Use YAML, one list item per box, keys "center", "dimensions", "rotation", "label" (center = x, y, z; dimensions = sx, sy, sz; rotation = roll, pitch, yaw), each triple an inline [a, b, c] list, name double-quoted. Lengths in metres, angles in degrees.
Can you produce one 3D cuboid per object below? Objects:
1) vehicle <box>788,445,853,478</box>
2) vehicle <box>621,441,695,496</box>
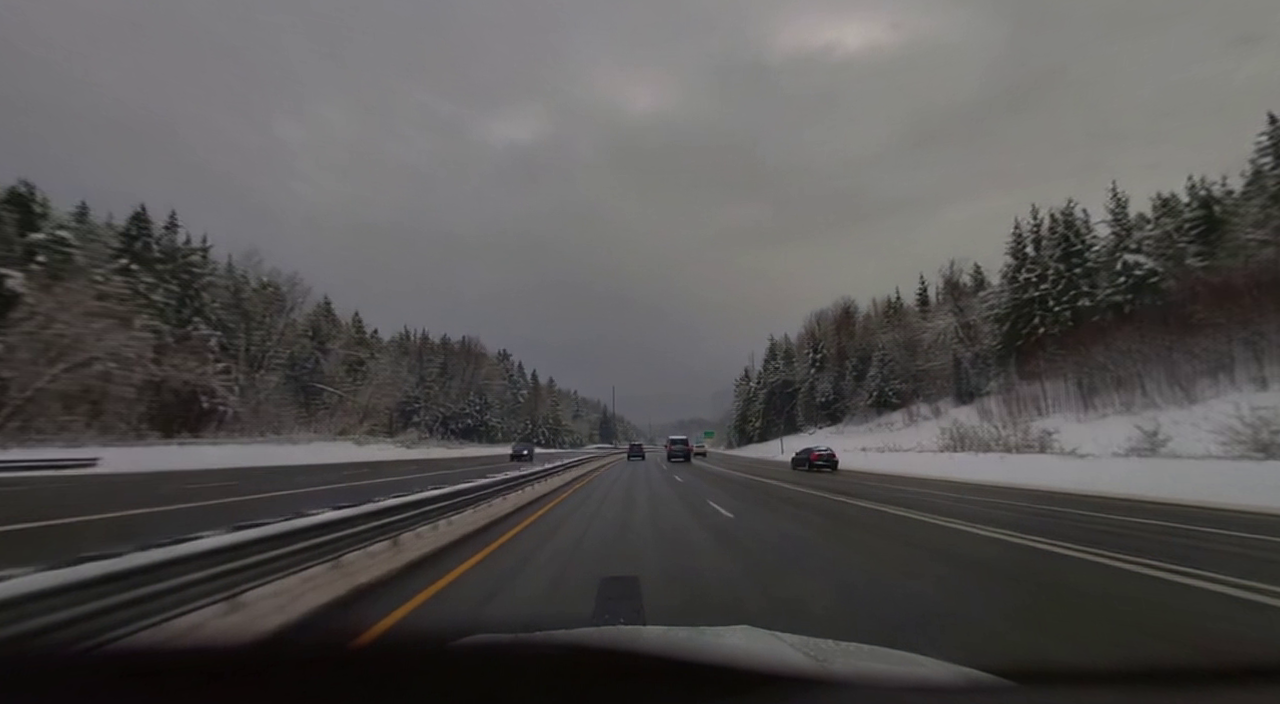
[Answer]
- center: [8.651, 5.270, 30.486]
  dimensions: [1.926, 1.483, 3.528]
  rotation: [0, -9, -3]
  label: "vehicle"
- center: [0.461, 3.560, 19.627]
  dimensions: [2.053, 1.483, 4.185]
  rotation: [0, -9, -1]
  label: "vehicle"
